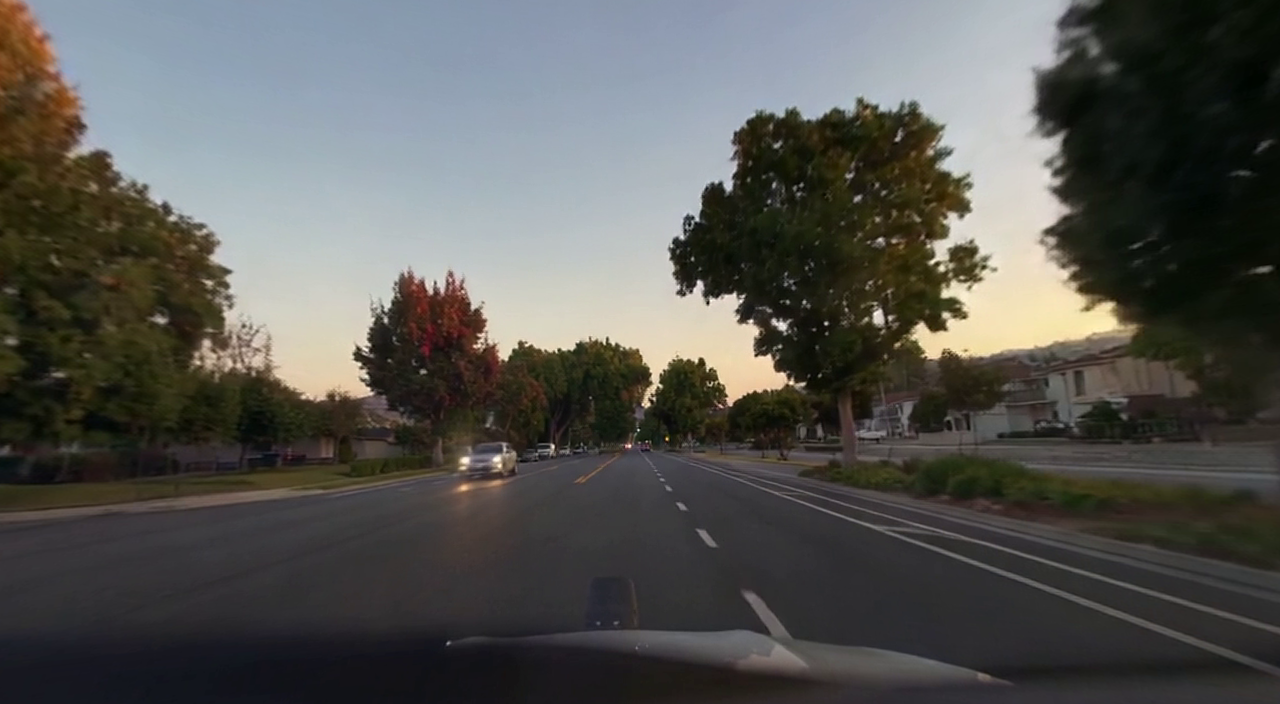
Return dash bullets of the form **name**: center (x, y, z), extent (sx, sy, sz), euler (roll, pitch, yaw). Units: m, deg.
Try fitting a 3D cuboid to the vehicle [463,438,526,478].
- **vehicle**: center (-7.062, 5.180, 31.144), extent (2.054, 1.814, 4.543), euler (0, -9, 0)
